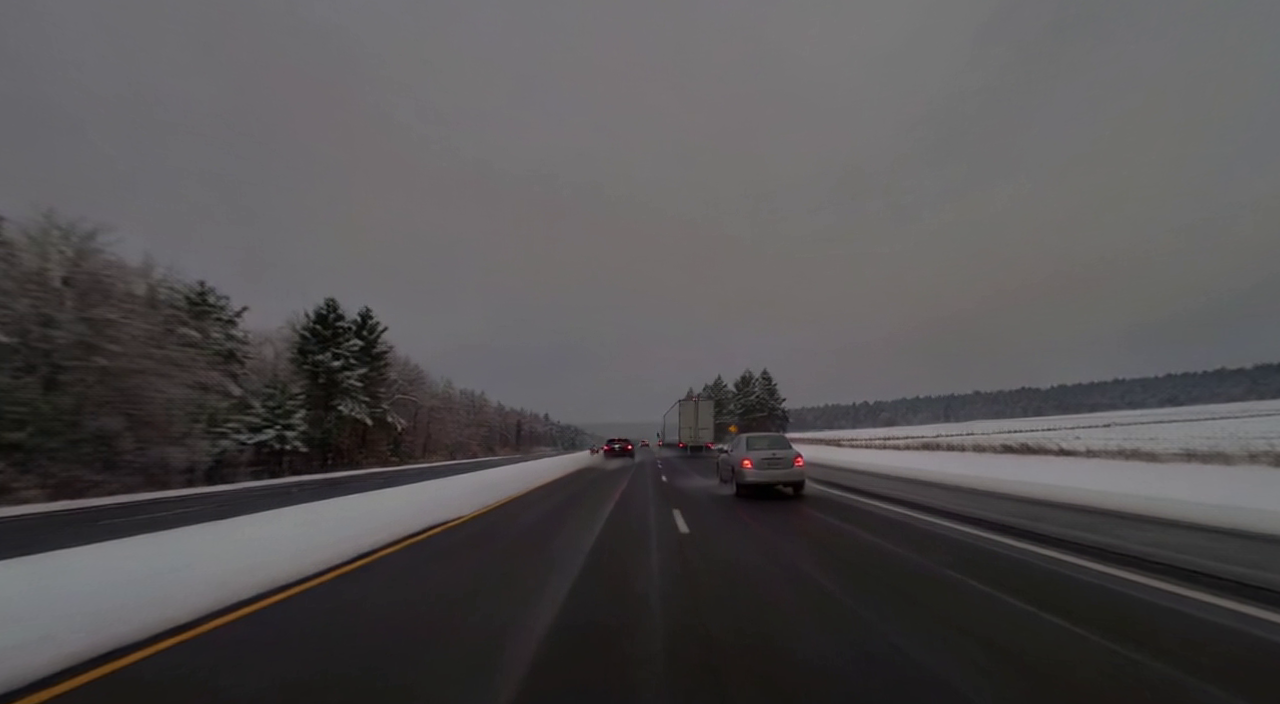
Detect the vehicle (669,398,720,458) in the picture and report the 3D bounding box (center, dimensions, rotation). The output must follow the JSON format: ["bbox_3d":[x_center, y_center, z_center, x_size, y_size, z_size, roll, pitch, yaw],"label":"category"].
[{"bbox_3d":[3.952,5.994,48.898,2.919,4.004,13.911,0,-8,1],"label":"vehicle"}]

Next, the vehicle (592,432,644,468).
[{"bbox_3d":[-0.968,4.703,30.509,2.192,1.623,4.887,0,-8,1],"label":"vehicle"}]

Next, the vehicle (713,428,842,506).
[{"bbox_3d":[2.995,2.586,14.736,2.072,1.534,4.300,0,-8,0],"label":"vehicle"}]
